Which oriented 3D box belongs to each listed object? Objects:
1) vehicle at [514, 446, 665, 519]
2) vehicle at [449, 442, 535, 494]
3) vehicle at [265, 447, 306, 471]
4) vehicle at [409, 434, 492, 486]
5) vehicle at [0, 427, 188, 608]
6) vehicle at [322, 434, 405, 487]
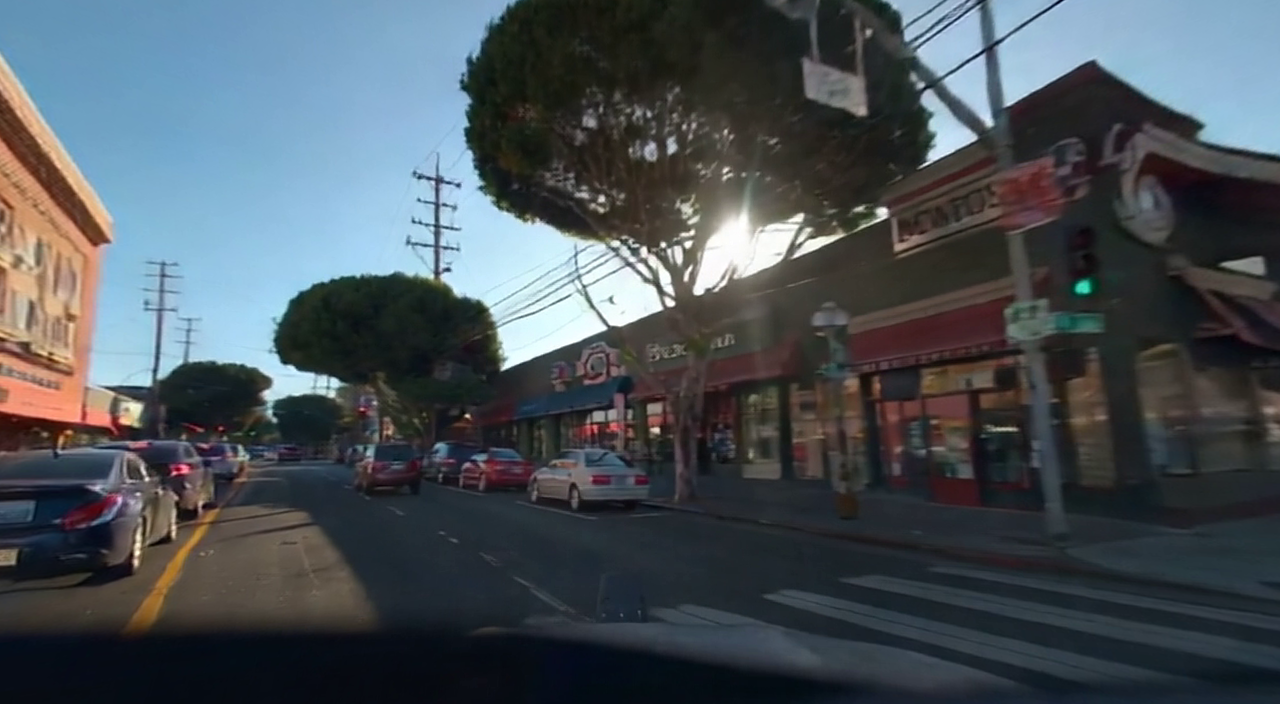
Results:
[{"bbox_3d":[-1.491,3.230,16.297,2.059,1.550,4.703,4,-10,-29],"label":"vehicle"},{"bbox_3d":[-5.488,4.172,23.122,1.882,1.704,4.055,5,-10,-30],"label":"vehicle"},{"bbox_3d":[-23.118,6.911,41.072,2.050,1.400,4.666,5,-10,-31],"label":"vehicle"},{"bbox_3d":[-8.386,4.666,27.592,2.243,1.992,5.087,5,-10,-30],"label":"vehicle"},{"bbox_3d":[-7.189,1.829,7.770,2.087,1.646,4.563,4,-10,-29],"label":"vehicle"},{"bbox_3d":[-11.291,4.344,25.619,2.440,1.882,4.611,5,-10,-30],"label":"vehicle"}]
